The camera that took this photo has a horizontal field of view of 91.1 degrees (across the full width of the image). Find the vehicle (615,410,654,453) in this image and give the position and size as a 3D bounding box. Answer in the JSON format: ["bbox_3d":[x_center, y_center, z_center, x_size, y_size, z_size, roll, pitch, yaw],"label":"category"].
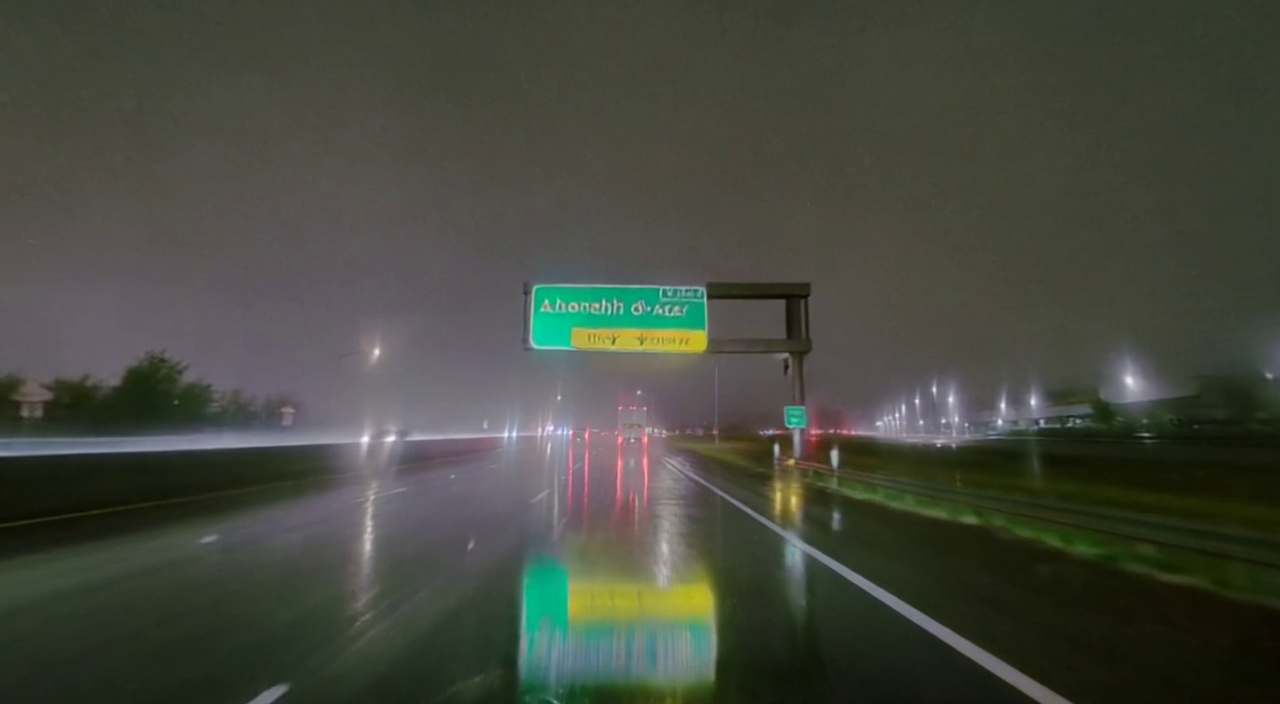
[{"bbox_3d":[-0.475,5.549,43.636,2.418,2.704,6.445,0,-8,-2],"label":"vehicle"}]

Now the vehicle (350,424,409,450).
[{"bbox_3d":[-15.684,5.144,38.055,1.900,1.447,3.883,0,-8,-1],"label":"vehicle"}]
